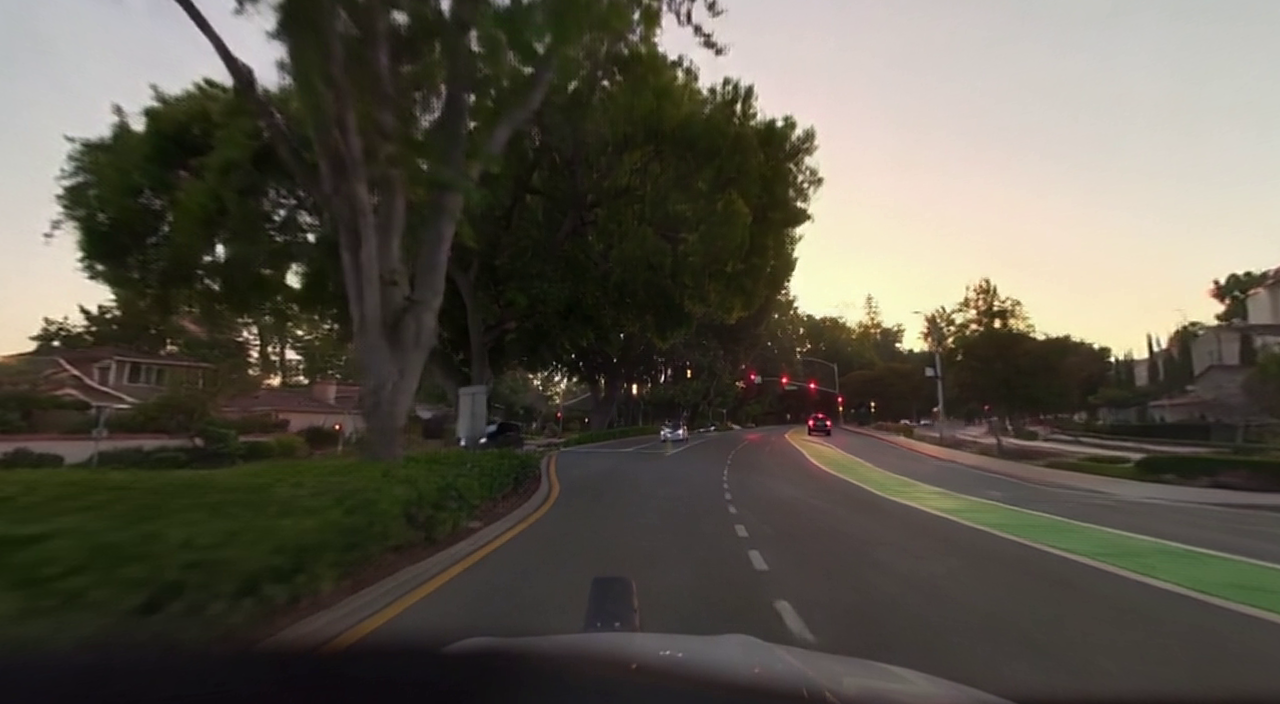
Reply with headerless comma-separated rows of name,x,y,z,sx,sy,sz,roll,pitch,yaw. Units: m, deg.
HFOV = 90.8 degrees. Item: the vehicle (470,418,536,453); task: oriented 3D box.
vehicle,-7.640,4.774,35.810,2.182,1.843,4.604,-1,-9,8
